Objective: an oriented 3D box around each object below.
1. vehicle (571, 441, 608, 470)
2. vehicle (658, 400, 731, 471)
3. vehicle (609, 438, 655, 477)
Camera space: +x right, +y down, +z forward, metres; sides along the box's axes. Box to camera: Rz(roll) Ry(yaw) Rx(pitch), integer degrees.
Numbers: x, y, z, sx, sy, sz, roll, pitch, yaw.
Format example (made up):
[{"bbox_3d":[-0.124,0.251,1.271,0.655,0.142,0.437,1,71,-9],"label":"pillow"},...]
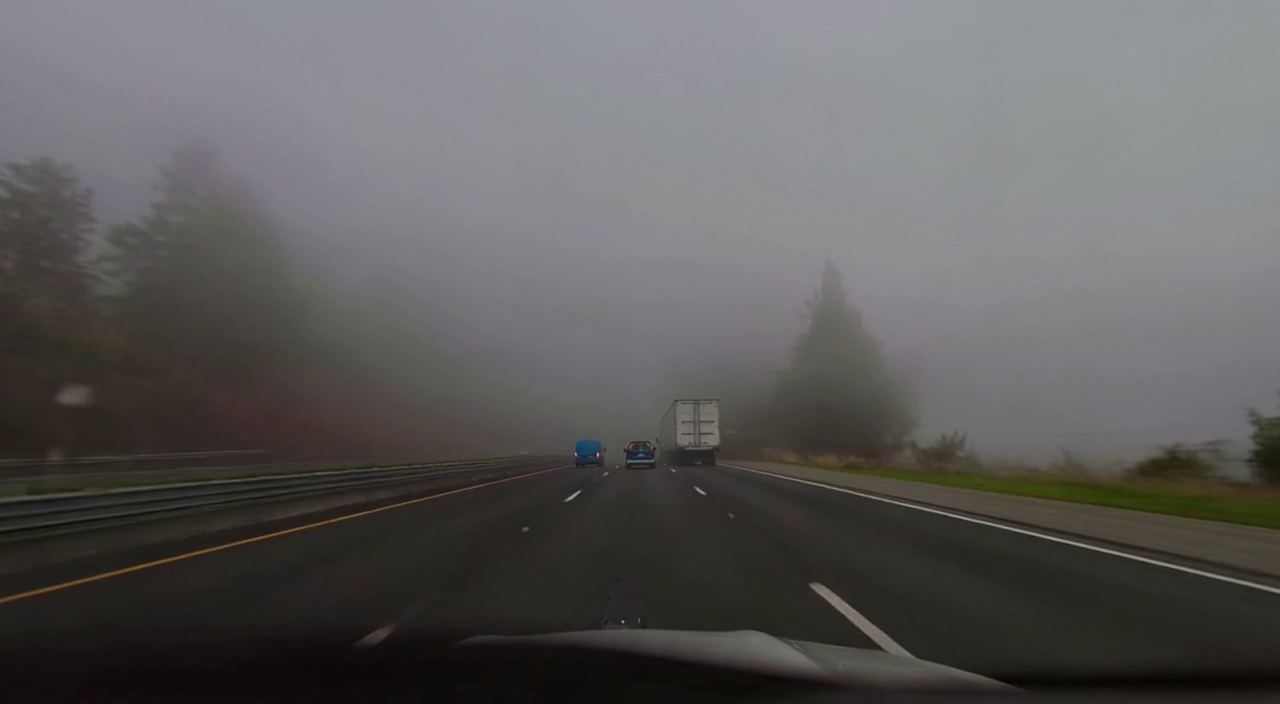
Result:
[{"bbox_3d":[-3.544,7.428,45.391,2.167,1.991,5.062,-1,-9,1],"label":"vehicle"},{"bbox_3d":[3.345,6.109,44.597,3.468,4.030,16.902,0,-9,-1],"label":"vehicle"},{"bbox_3d":[-0.379,5.352,32.135,2.209,1.825,4.036,0,-9,0],"label":"vehicle"}]
